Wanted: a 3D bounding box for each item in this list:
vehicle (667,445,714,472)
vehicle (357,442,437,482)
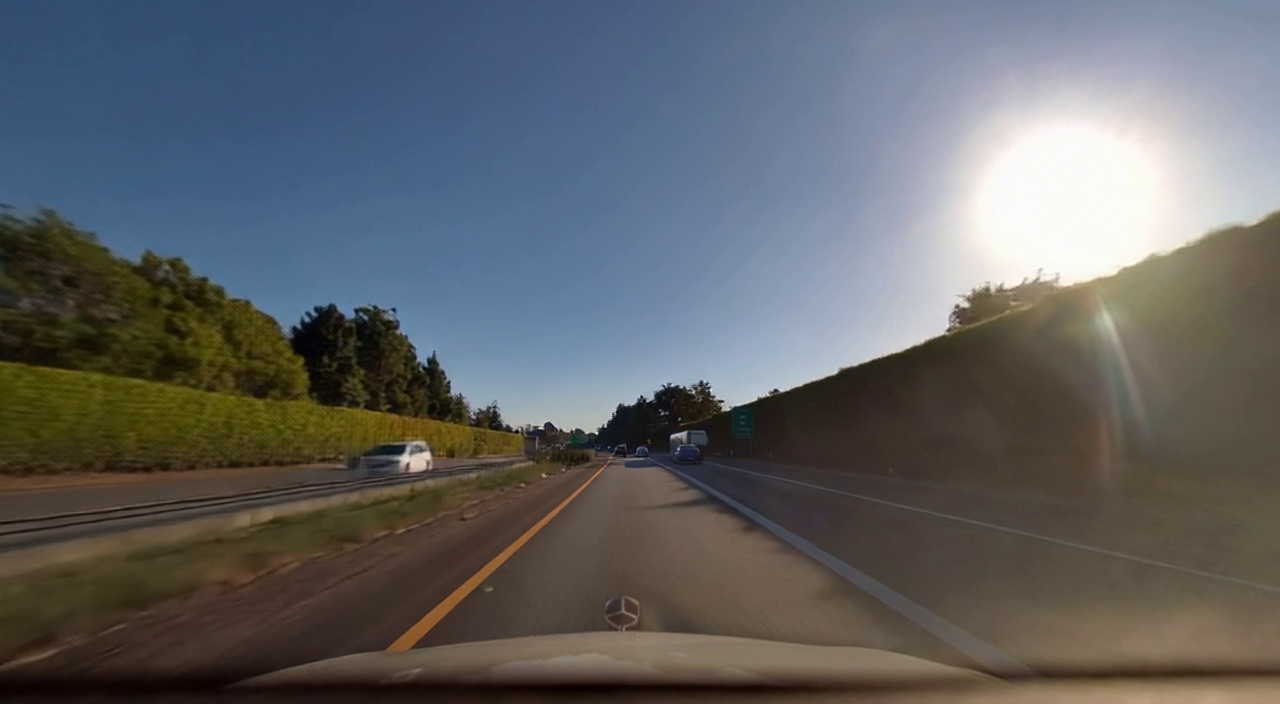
[{"bbox_3d":[2.873,6.248,36.984,2.244,1.498,4.338,0,-9,-2],"label":"vehicle"},{"bbox_3d":[-9.752,4.415,25.455,1.786,1.466,3.718,0,-9,-1],"label":"vehicle"}]
